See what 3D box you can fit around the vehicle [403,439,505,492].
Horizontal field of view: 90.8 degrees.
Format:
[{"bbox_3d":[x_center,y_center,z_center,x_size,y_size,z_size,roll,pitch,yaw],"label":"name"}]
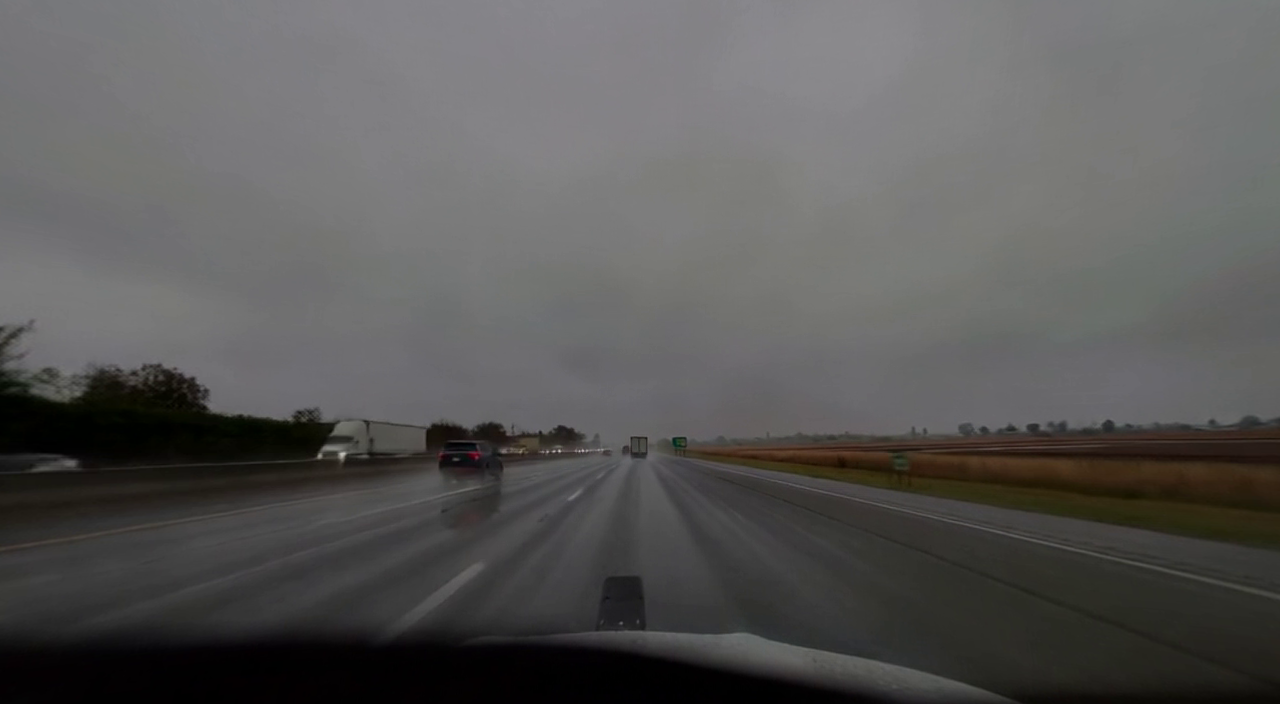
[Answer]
[{"bbox_3d":[-6.571,4.092,22.979,2.234,1.698,4.634,0,-9,1],"label":"vehicle"}]
